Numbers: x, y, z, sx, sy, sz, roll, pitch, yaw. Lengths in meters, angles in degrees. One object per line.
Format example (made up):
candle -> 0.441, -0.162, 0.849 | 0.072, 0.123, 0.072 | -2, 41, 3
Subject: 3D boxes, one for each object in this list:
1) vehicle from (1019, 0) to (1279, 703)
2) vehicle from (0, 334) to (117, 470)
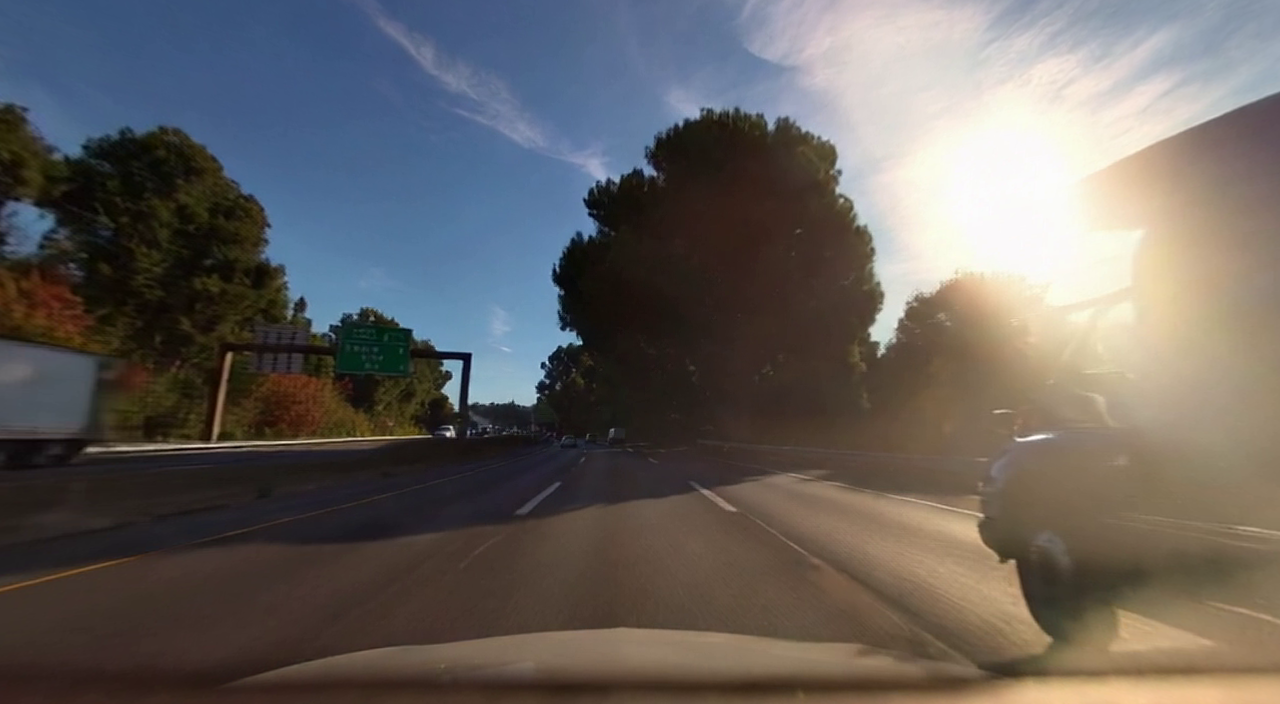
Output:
vehicle -> 4.004, -0.392, 1.025 | 2.964, 3.950, 5.853 | 0, -8, 0
vehicle -> -18.907, 0.908, 13.776 | 3.281, 3.632, 14.072 | 0, -8, -2
